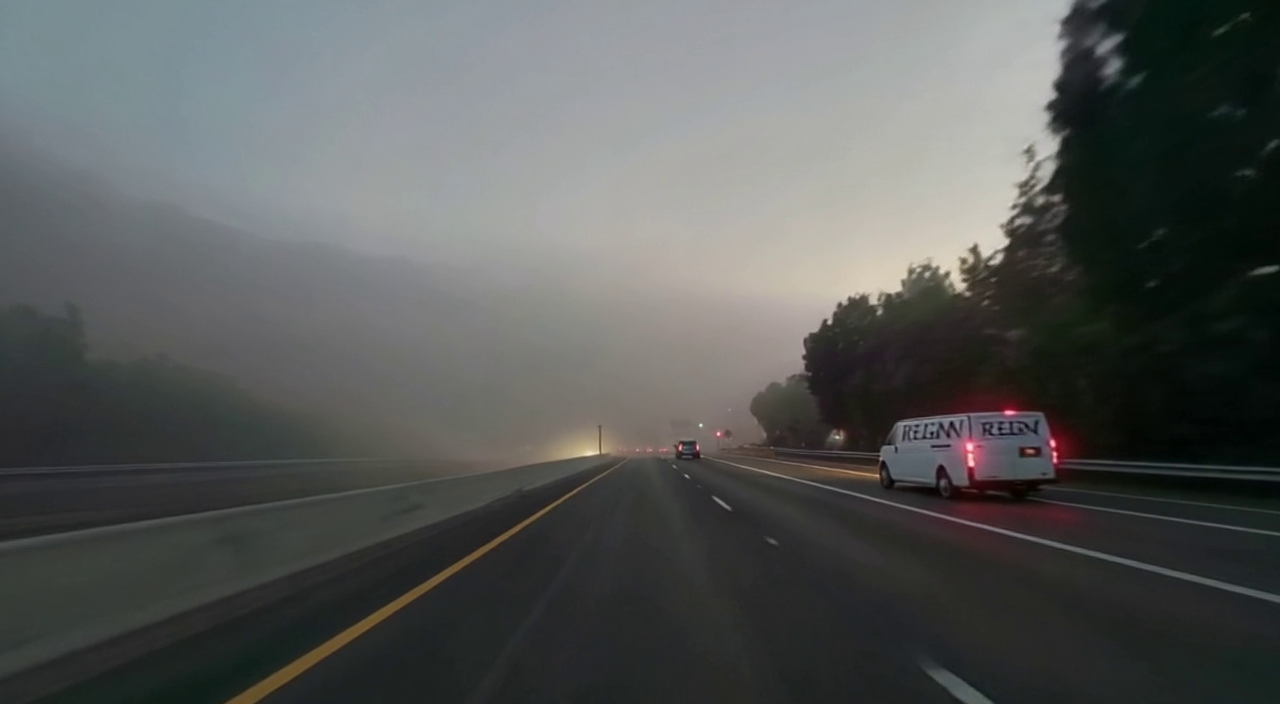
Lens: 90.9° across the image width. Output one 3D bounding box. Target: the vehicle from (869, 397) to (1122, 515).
[{"bbox_3d":[7.248,2.225,13.864,2.275,2.059,5.543,0,-8,0],"label":"vehicle"}]
